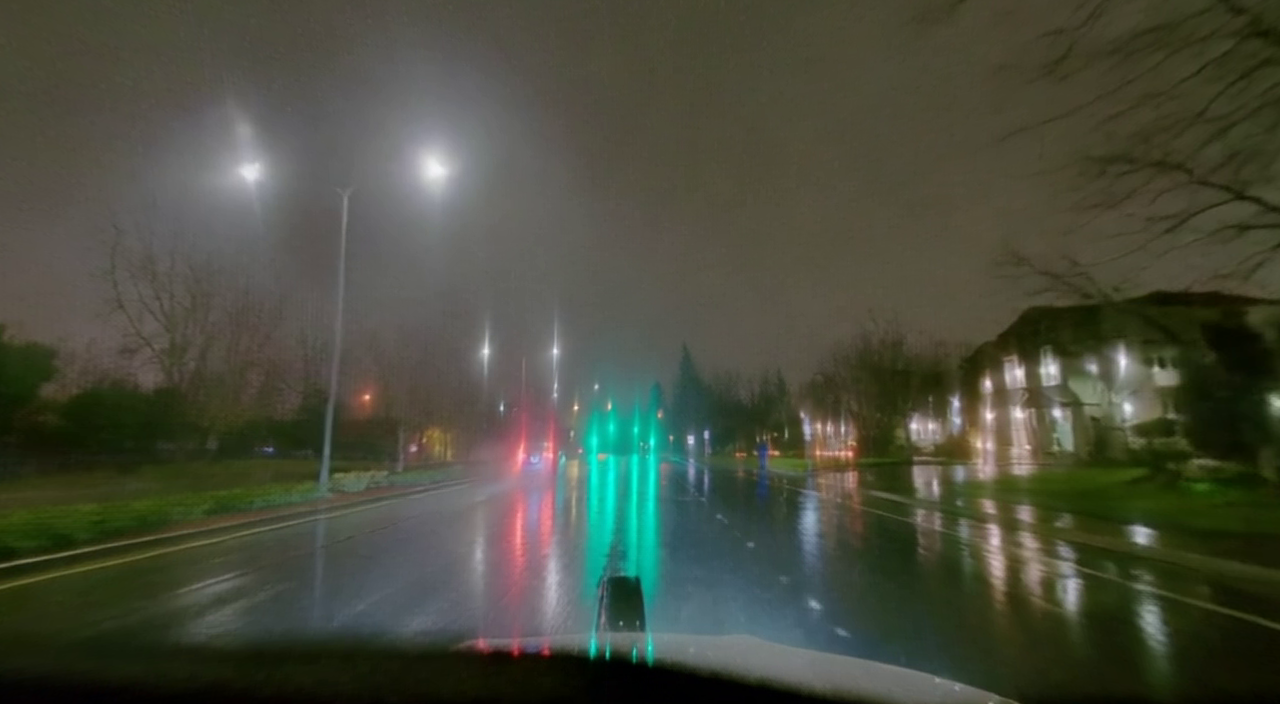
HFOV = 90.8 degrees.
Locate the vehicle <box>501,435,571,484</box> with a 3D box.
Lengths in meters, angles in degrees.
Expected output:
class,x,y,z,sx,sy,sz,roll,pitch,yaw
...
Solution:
class,x,y,z,sx,sy,sz,roll,pitch,yaw
vehicle,-3.999,4.183,24.962,1.993,1.733,4.262,0,-8,1
